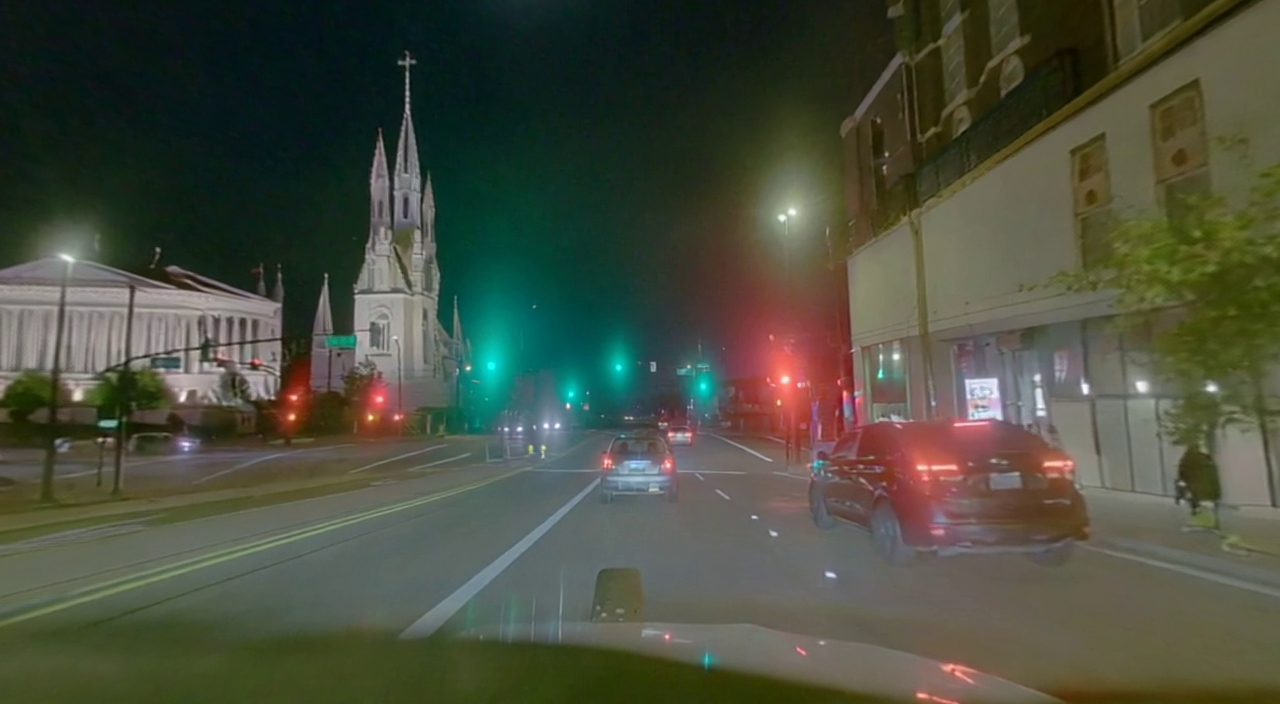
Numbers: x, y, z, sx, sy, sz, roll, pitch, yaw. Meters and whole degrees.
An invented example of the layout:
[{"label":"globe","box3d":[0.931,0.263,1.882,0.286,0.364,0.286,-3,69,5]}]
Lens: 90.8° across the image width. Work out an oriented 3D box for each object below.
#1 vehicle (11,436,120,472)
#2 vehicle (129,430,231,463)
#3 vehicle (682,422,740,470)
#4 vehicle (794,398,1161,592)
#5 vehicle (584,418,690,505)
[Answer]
[{"label":"vehicle","box3d":[-34.232,6.064,37.722,4.551,1.784,2.121,0,0,-1]},{"label":"vehicle","box3d":[-29.879,6.131,41.159,4.955,1.828,2.268,-1,-3,-2]},{"label":"vehicle","box3d":[3.651,4.889,33.505,2.228,1.922,5.335,5,-4,-1]},{"label":"vehicle","box3d":[3.638,1.638,8.120,2.080,1.735,4.650,0,-8,-1]},{"label":"vehicle","box3d":[0.027,2.575,15.141,2.168,1.776,4.135,-1,-8,3]}]
